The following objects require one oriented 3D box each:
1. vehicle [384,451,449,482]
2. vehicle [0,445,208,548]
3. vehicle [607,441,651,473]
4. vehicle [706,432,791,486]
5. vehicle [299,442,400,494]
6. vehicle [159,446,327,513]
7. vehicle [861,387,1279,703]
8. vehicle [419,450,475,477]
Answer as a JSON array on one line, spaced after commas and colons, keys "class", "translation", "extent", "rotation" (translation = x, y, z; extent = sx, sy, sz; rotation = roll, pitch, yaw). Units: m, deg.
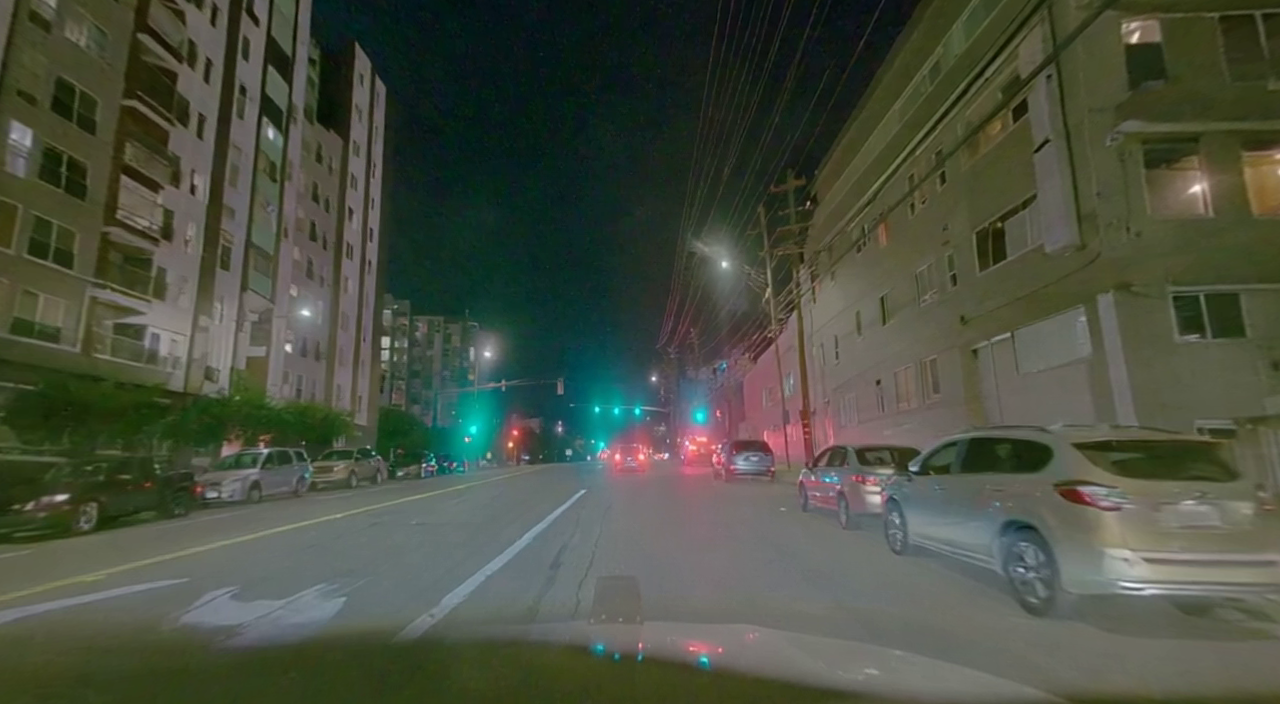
[{"class": "vehicle", "translation": [-11.854, 6.065, 33.754], "extent": [2.004, 1.526, 3.807], "rotation": [0, -8, 1]}, {"class": "vehicle", "translation": [-11.740, 2.917, 13.524], "extent": [1.920, 1.813, 4.372], "rotation": [0, -8, -1]}, {"class": "vehicle", "translation": [-0.492, 5.120, 30.952], "extent": [2.019, 1.453, 4.129], "rotation": [0, -8, 1]}, {"class": "vehicle", "translation": [3.795, 3.859, 23.029], "extent": [2.186, 1.764, 4.470], "rotation": [0, -8, -2]}, {"class": "vehicle", "translation": [-11.778, 4.684, 26.047], "extent": [1.997, 1.918, 4.736], "rotation": [0, -8, -1]}, {"class": "vehicle", "translation": [-11.787, 3.754, 19.241], "extent": [2.039, 1.781, 4.536], "rotation": [0, -8, 1]}, {"class": "vehicle", "translation": [3.966, 1.381, 5.853], "extent": [1.973, 1.660, 5.031], "rotation": [0, -8, 0]}, {"class": "vehicle", "translation": [-11.672, 6.732, 38.544], "extent": [1.910, 1.498, 4.662], "rotation": [0, -8, 1]}]
